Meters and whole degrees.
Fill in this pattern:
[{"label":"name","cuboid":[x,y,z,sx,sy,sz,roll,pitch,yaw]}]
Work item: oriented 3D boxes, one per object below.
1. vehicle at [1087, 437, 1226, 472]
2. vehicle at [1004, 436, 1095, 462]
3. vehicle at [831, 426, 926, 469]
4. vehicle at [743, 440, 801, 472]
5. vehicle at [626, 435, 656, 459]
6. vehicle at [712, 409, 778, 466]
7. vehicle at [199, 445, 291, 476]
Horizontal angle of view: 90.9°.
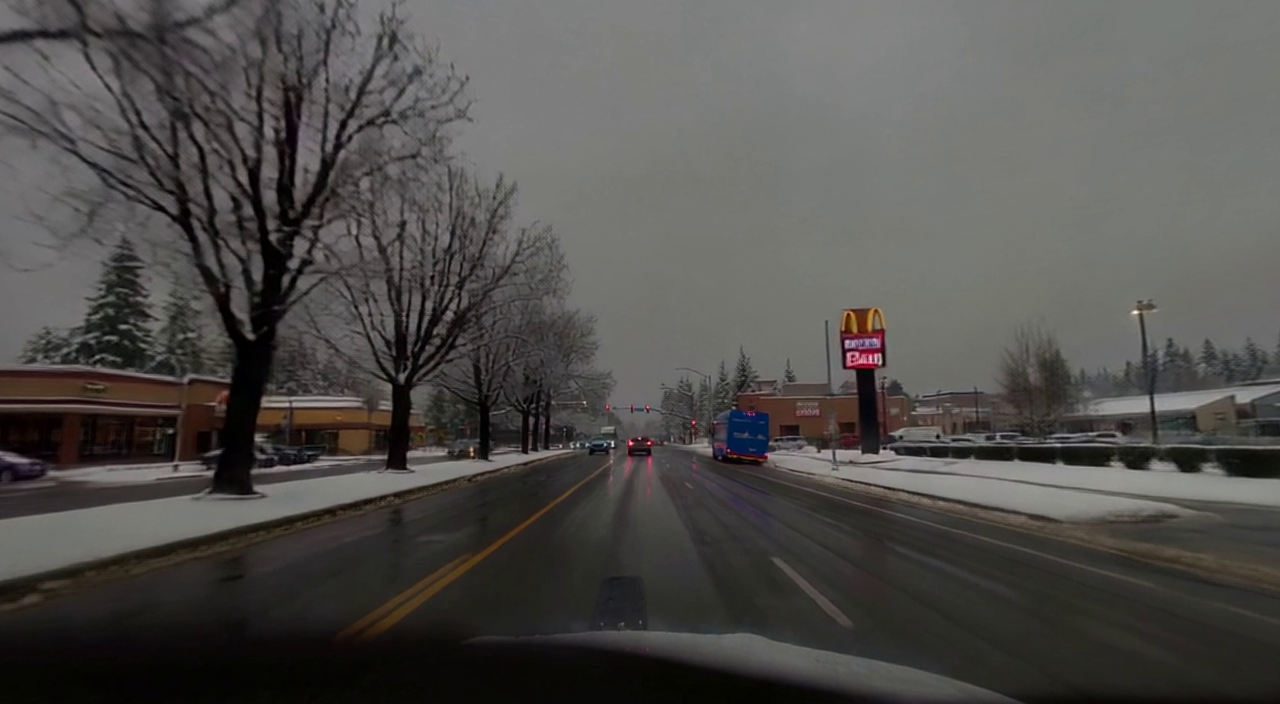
[{"label":"vehicle","cuboid":[23.934,4.767,29.504,4.744,1.481,1.855,-6,-10,33]},{"label":"vehicle","cuboid":[25.969,6.196,40.199,4.545,1.571,1.769,-4,-9,25]},{"label":"vehicle","cuboid":[13.643,5.413,35.905,5.354,2.214,2.504,6,-11,-38]},{"label":"vehicle","cuboid":[6.673,5.295,32.328,1.980,1.473,4.537,0,-8,0]},{"label":"vehicle","cuboid":[0.091,7.246,48.154,2.209,1.718,4.008,-1,-8,1]},{"label":"vehicle","cuboid":[6.727,5.662,41.625,2.891,3.361,7.843,0,-8,0]},{"label":"vehicle","cuboid":[-22.862,6.254,36.755,1.936,1.654,4.857,-1,-8,4]}]
